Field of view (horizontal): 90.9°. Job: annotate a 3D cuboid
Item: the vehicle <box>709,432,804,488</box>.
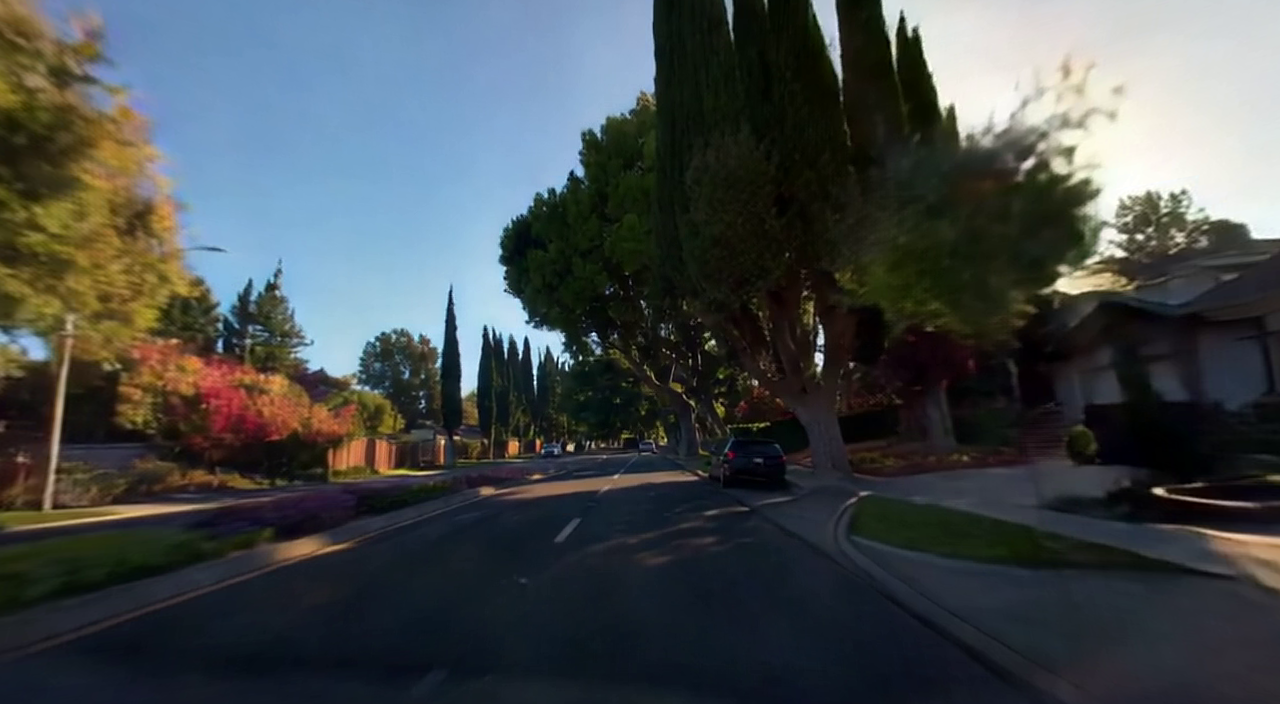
[{"bbox_3d":[3.423,3.274,19.523,2.011,1.507,4.769,0,-8,0],"label":"vehicle"}]
